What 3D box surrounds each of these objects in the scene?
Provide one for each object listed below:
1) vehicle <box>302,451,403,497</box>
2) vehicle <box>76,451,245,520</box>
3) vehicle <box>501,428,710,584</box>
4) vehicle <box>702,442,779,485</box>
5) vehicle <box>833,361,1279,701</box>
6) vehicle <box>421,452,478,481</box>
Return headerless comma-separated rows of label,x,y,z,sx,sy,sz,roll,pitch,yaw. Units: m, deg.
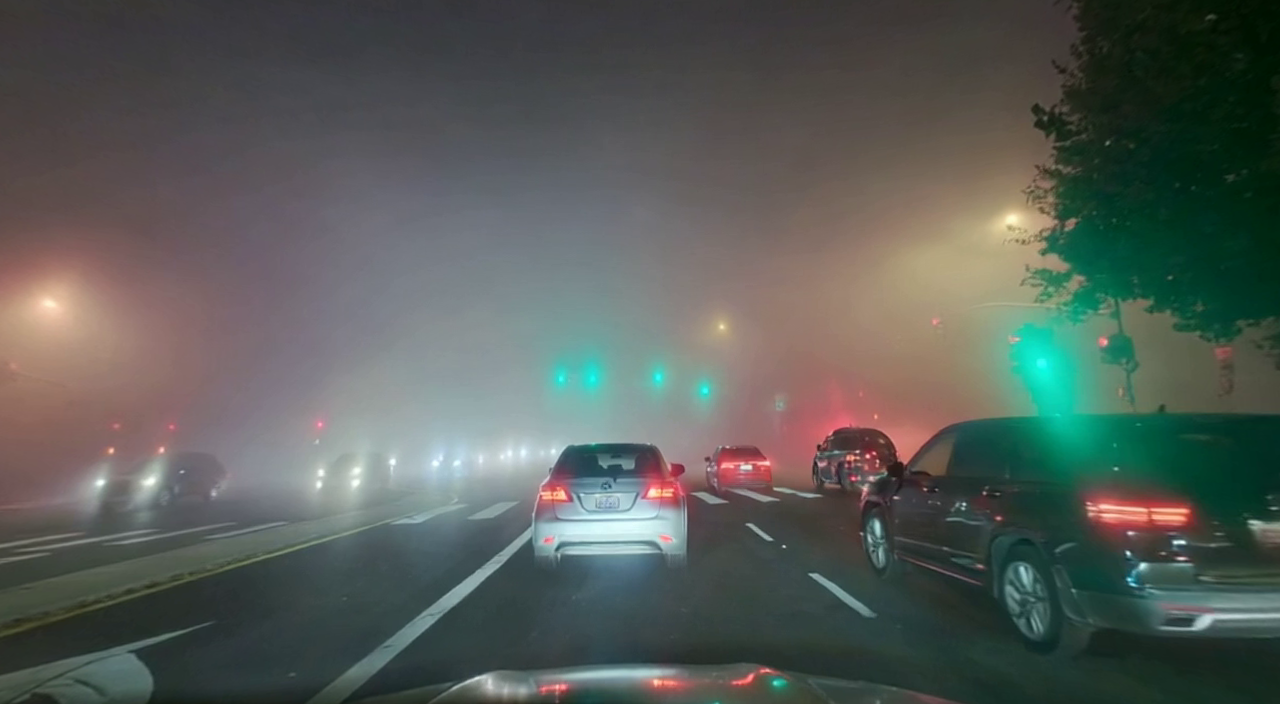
vehicle,-11.503,4.873,25.634,1.903,1.627,4.308,-1,-8,2
vehicle,-15.000,4.128,20.147,1.974,1.894,4.244,0,-8,1
vehicle,-0.337,1.795,8.195,2.034,1.500,3.966,0,-8,0
vehicle,3.658,4.159,23.876,2.123,1.455,4.318,0,-8,-1
vehicle,3.540,1.261,5.661,2.107,1.773,4.557,0,-8,-1
vehicle,-11.361,6.851,37.959,1.992,1.562,4.361,0,-8,1
